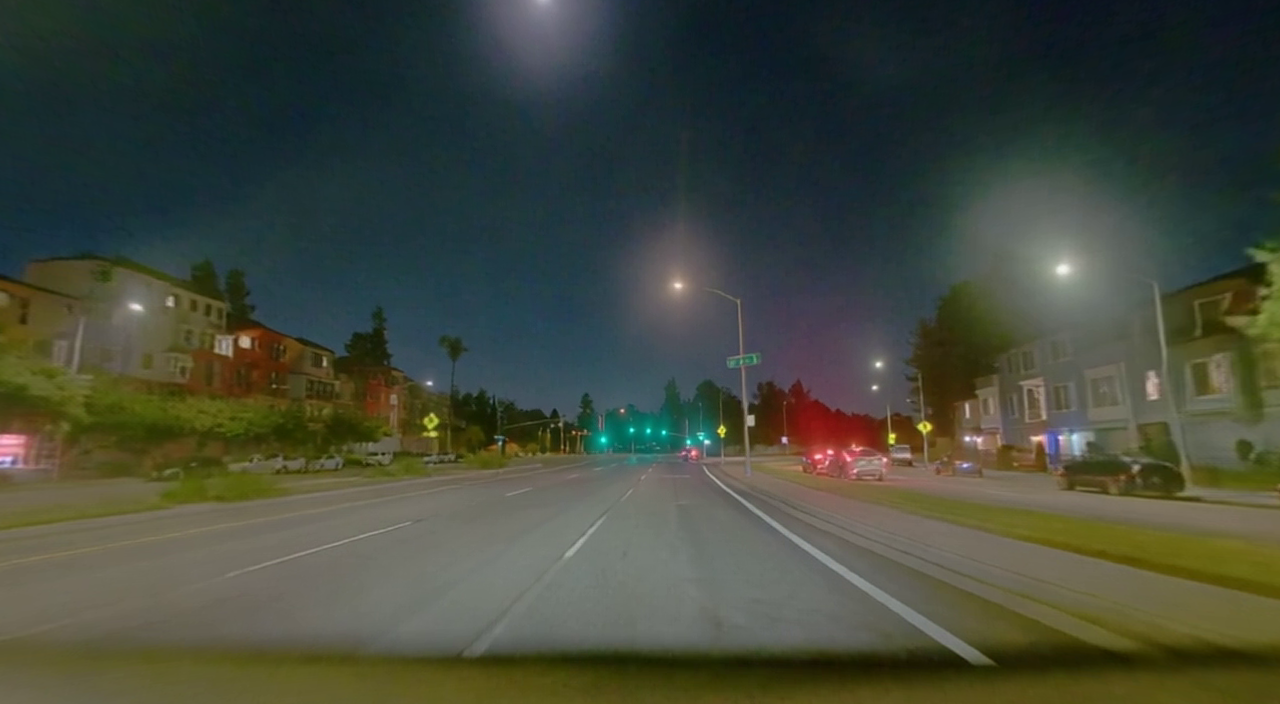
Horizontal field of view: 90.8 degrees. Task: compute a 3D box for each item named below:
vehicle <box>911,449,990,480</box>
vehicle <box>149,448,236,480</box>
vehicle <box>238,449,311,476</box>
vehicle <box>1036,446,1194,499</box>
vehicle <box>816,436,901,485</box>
[{"bbox_3d":[16.500,5.962,33.859,1.969,1.465,4.930,0,-9,3],"label":"vehicle"},{"bbox_3d":[-27.669,7.032,39.266,1.983,1.691,4.336,-3,-13,3],"label":"vehicle"},{"bbox_3d":[-27.067,8.145,46.972,2.076,1.815,4.985,0,-9,5],"label":"vehicle"},{"bbox_3d":[15.935,4.025,21.583,1.940,1.556,4.542,1,-9,1],"label":"vehicle"},{"bbox_3d":[9.413,4.843,27.700,1.923,1.741,4.683,-3,-13,-1],"label":"vehicle"}]
